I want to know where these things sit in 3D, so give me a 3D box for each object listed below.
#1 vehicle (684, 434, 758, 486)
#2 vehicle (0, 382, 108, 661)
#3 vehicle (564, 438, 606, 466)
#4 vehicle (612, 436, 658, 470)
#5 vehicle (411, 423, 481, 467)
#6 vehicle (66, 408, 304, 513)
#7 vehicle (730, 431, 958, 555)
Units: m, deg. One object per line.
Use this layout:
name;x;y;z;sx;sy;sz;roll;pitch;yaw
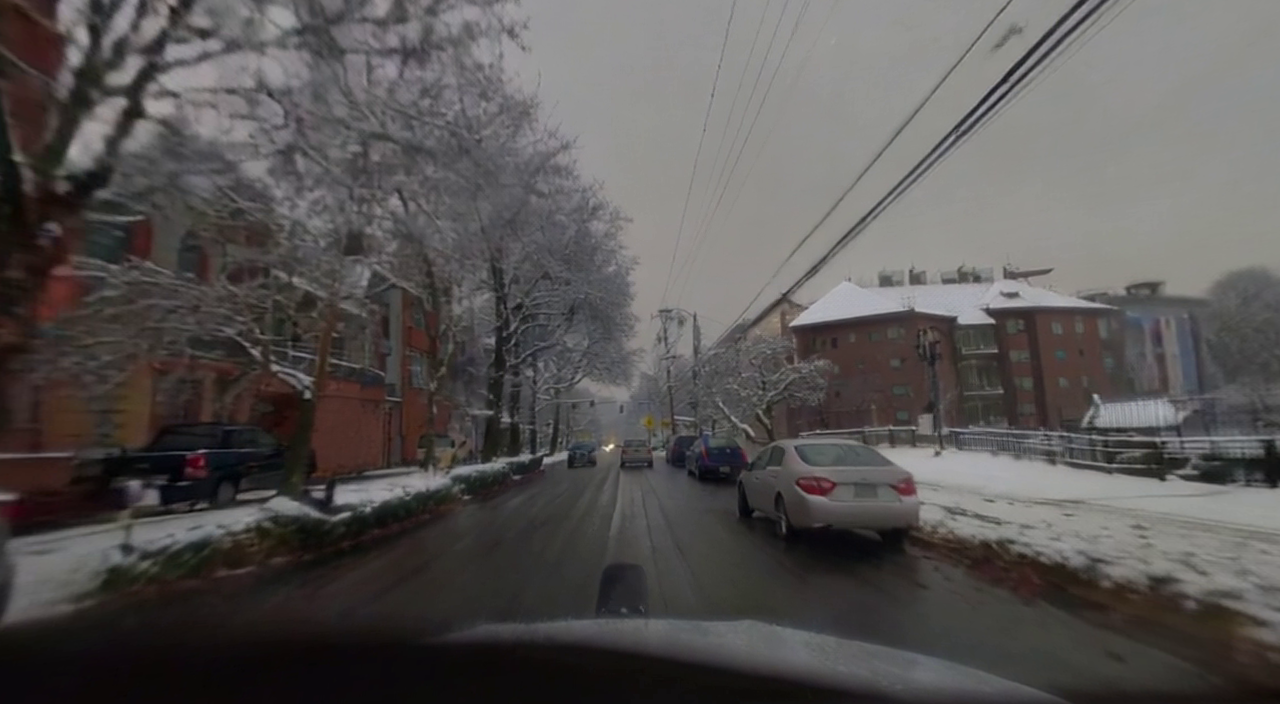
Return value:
vehicle;2.602;3.589;21.204;1.861;1.558;3.823;1;-8;-2
vehicle;-4.540;0.863;2.374;1.911;1.573;3.637;2;-4;-1
vehicle;-3.002;5.602;35.452;1.955;1.463;4.323;0;-8;0
vehicle;-0.268;4.841;30.327;2.095;1.510;3.605;0;-8;-1
vehicle;-8.902;4.255;29.320;2.010;1.747;4.266;0;-5;-1
vehicle;-8.701;2.001;12.573;1.845;1.687;4.009;0;-4;-2
vehicle;2.836;2.057;9.959;2.086;1.498;4.280;1;-8;-1
